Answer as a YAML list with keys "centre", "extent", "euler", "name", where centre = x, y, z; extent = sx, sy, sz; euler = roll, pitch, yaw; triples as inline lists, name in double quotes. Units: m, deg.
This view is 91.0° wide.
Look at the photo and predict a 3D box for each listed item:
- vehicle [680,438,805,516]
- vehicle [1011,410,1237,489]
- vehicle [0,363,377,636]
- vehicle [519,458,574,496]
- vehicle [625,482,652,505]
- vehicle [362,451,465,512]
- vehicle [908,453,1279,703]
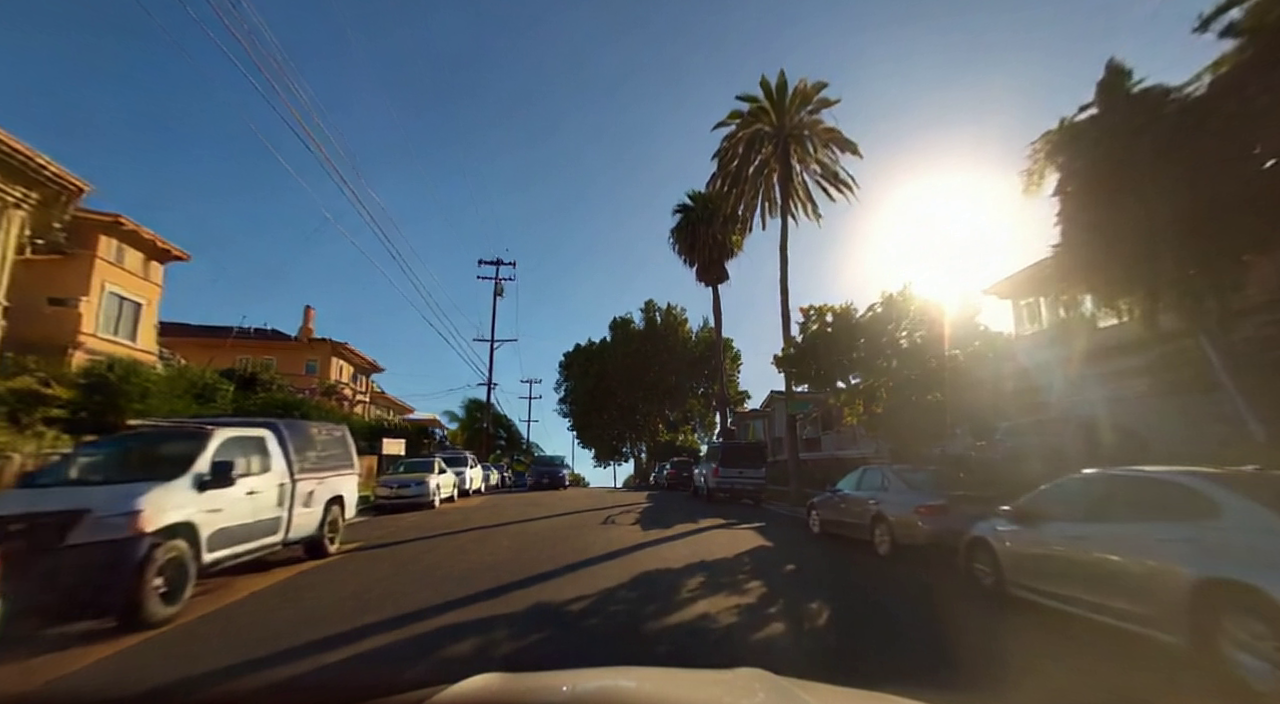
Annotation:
- centre: [2.893, 3.726, 19.526]
  extent: [2.358, 2.008, 5.957]
  euler: [0, -9, -5]
  name: "vehicle"
- centre: [11.542, 2.312, 15.230]
  extent: [3.916, 1.728, 1.982]
  euler: [1, -6, -4]
  name: "vehicle"
- centre: [-5.372, 1.558, 7.755]
  extent: [2.348, 2.144, 5.481]
  euler: [0, -9, -6]
  name: "vehicle"
- centre: [-4.196, 5.697, 28.972]
  extent: [2.060, 1.483, 4.574]
  euler: [0, -9, -3]
  name: "vehicle"
- centre: [-0.180, 11.055, 49.230]
  extent: [1.756, 1.455, 3.965]
  euler: [0, -9, -5]
  name: "vehicle"
- centre: [-6.485, 3.714, 18.599]
  extent: [1.889, 1.499, 4.468]
  euler: [1, -9, -7]
  name: "vehicle"
- centre: [4.209, 1.534, 4.775]
  extent: [2.043, 1.461, 4.504]
  euler: [0, -9, -5]
  name: "vehicle"
